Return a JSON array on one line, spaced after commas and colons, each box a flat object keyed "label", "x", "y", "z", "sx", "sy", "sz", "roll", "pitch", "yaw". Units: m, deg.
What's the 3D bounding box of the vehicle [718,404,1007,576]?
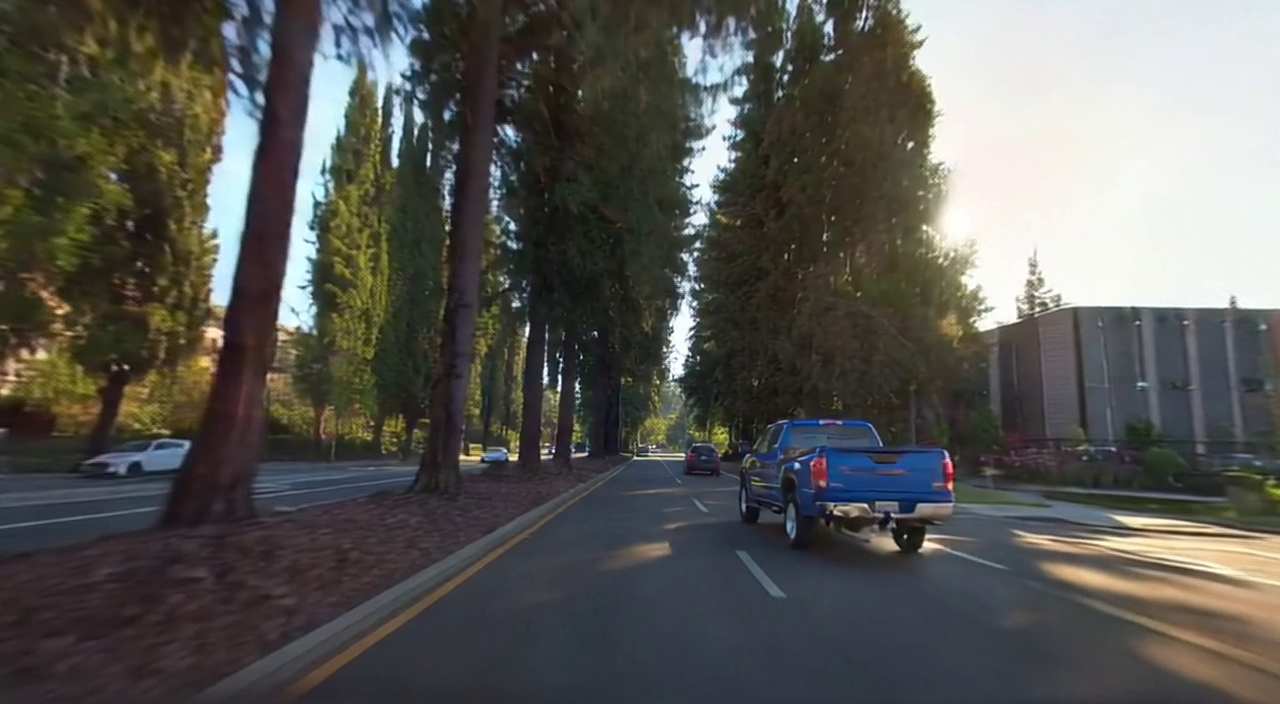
[{"label": "vehicle", "x": 2.876, "y": 1.988, "z": 10.071, "sx": 2.553, "sy": 1.942, "sz": 5.679, "roll": 0, "pitch": -8, "yaw": 0}]

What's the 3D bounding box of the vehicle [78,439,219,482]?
[{"label": "vehicle", "x": -19.166, "y": 4.224, "z": 24.901, "sx": 2.002, "sy": 1.525, "sz": 4.353, "roll": 0, "pitch": -8, "yaw": 1}]

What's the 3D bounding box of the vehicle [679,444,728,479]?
[{"label": "vehicle", "x": 3.285, "y": 5.781, "z": 33.509, "sx": 2.108, "sy": 1.712, "sz": 4.616, "roll": 0, "pitch": -8, "yaw": 0}]
